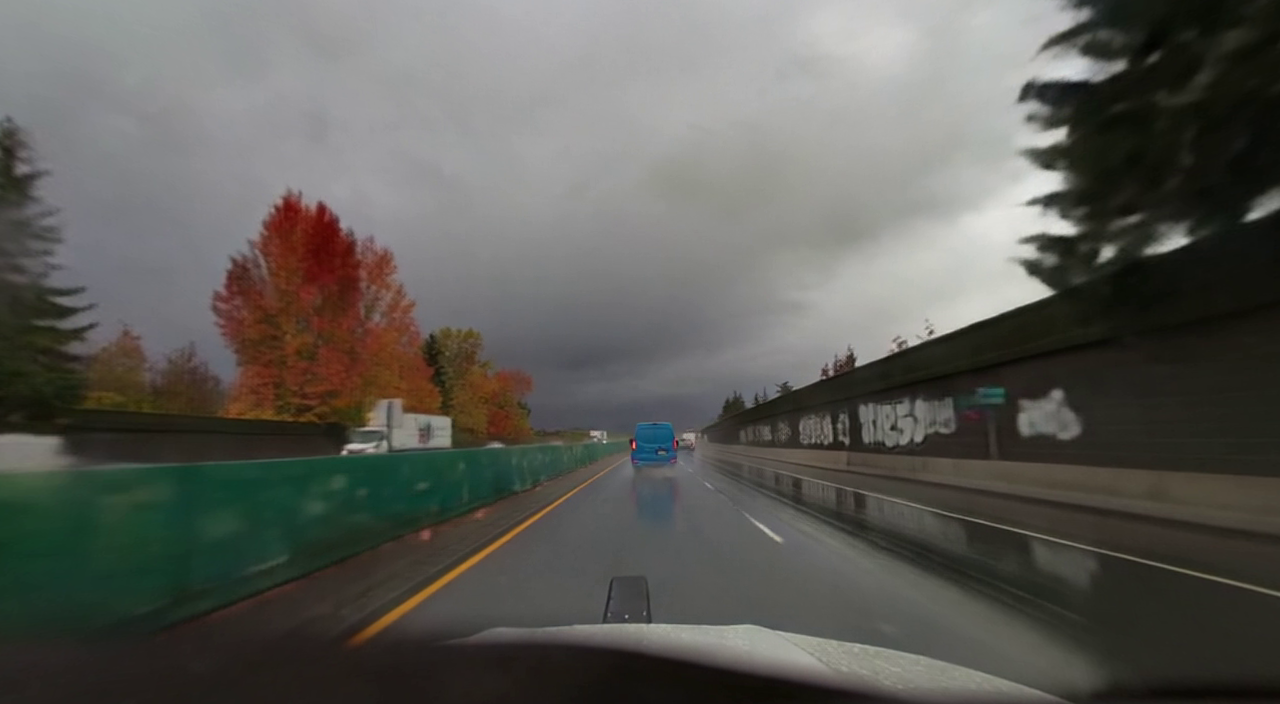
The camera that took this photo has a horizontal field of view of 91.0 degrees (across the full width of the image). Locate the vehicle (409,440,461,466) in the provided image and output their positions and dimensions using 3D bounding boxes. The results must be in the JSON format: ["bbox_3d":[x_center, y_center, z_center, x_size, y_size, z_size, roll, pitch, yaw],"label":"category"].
[{"bbox_3d":[-14.118,6.971,43.591,1.928,1.631,4.380,0,-8,2],"label":"vehicle"}]

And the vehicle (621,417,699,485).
[{"bbox_3d":[0.594,3.215,20.650,2.283,1.956,4.421,0,-8,0],"label":"vehicle"}]

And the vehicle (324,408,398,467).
[{"bbox_3d":[-20.541,6.318,46.592,2.894,4.043,4.966,0,-8,2],"label":"vehicle"}]
